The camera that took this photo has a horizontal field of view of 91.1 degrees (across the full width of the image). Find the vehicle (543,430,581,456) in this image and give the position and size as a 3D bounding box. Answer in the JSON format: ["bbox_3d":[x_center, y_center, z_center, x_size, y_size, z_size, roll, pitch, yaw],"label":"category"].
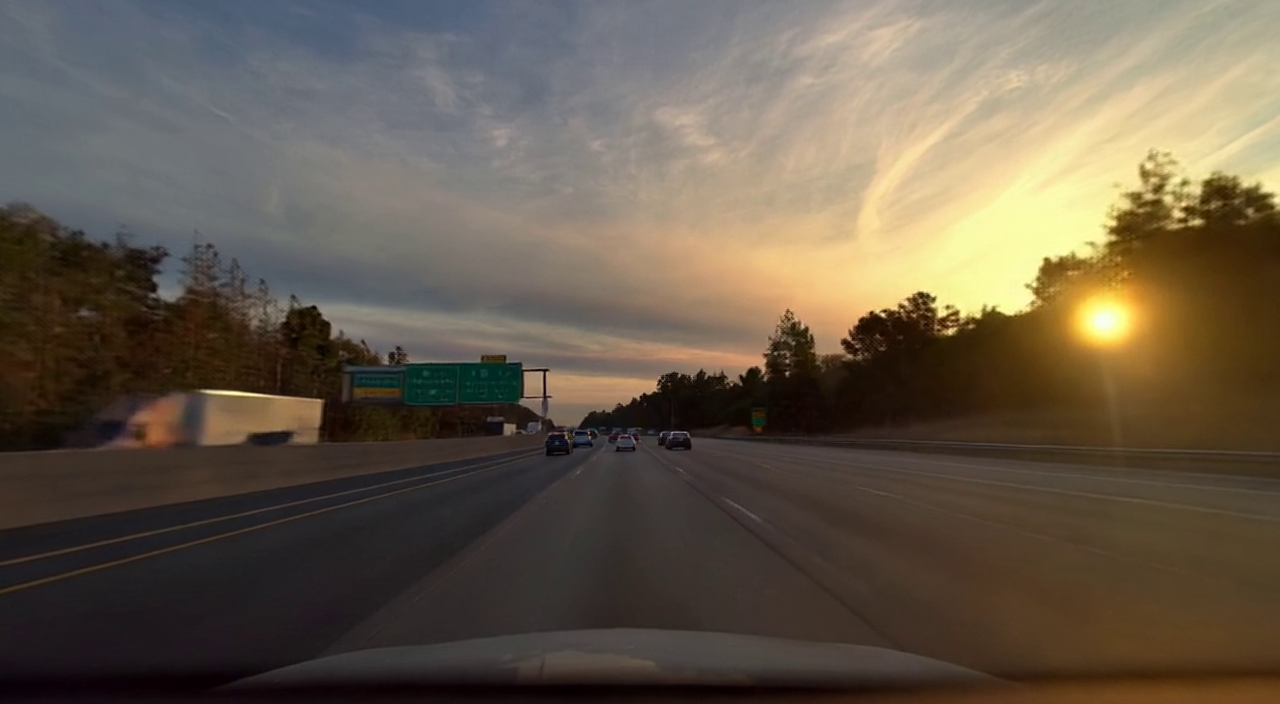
[{"bbox_3d":[-5.256,6.167,42.755,2.119,1.629,3.946,0,-8,-1],"label":"vehicle"}]

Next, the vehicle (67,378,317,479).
[{"bbox_3d":[-21.406,3.977,32.053,2.881,3.966,14.073,0,-8,-2],"label":"vehicle"}]

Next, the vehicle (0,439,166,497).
[{"bbox_3d":[-16.990,3.422,19.088,1.896,1.535,4.266,0,-8,-1],"label":"vehicle"}]

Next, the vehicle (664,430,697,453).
[{"bbox_3d":[3.087,6.880,48.582,2.066,1.673,4.225,0,-8,-2],"label":"vehicle"}]
